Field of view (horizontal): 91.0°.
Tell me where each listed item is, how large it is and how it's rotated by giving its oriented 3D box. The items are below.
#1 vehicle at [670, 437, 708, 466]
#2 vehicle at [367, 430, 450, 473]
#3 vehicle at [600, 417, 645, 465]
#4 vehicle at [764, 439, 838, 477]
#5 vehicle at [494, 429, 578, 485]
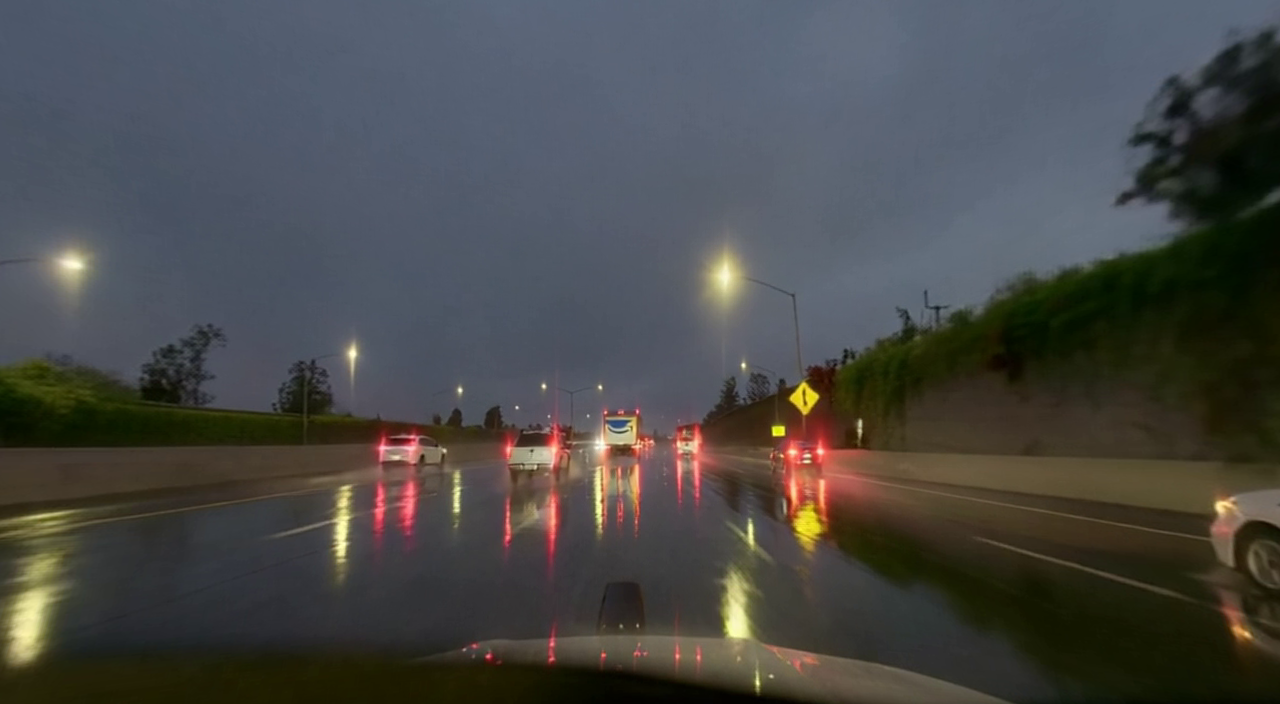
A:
[{"bbox_3d":[2.996,6.153,38.971,2.067,1.654,3.985,0,-8,1],"label":"vehicle"},{"bbox_3d":[-10.146,4.404,27.968,2.023,1.739,4.229,0,-8,0],"label":"vehicle"},{"bbox_3d":[-0.966,5.502,38.783,2.456,2.705,6.251,0,-8,1],"label":"vehicle"},{"bbox_3d":[6.977,4.648,27.848,1.970,1.499,4.491,1,-8,-2],"label":"vehicle"},{"bbox_3d":[-3.405,3.536,21.497,2.095,1.688,4.188,0,-8,1],"label":"vehicle"}]
